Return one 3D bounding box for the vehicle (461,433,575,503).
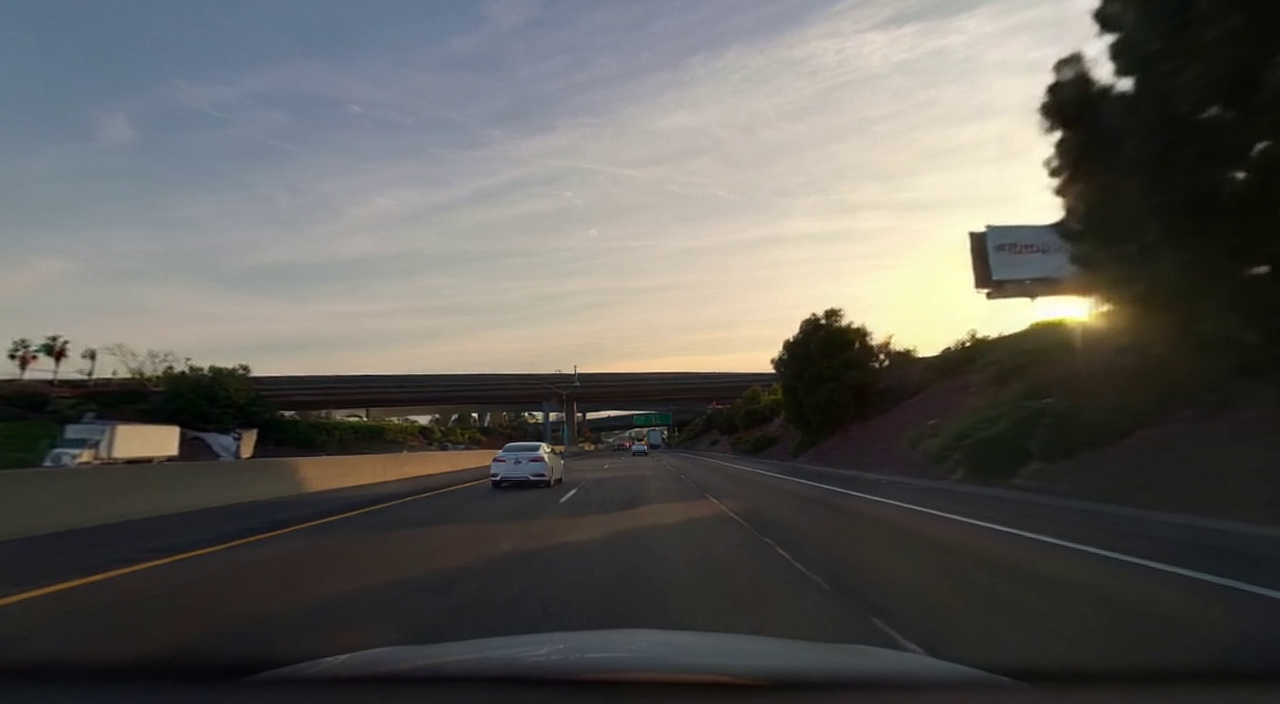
[{"bbox_3d":[-3.001,2.968,16.694,2.029,1.557,4.570,0,-8,1],"label":"vehicle"}]

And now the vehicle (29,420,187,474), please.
[{"bbox_3d":[-40.892,7.395,49.381,2.976,3.691,10.721,0,-8,0],"label":"vehicle"}]
